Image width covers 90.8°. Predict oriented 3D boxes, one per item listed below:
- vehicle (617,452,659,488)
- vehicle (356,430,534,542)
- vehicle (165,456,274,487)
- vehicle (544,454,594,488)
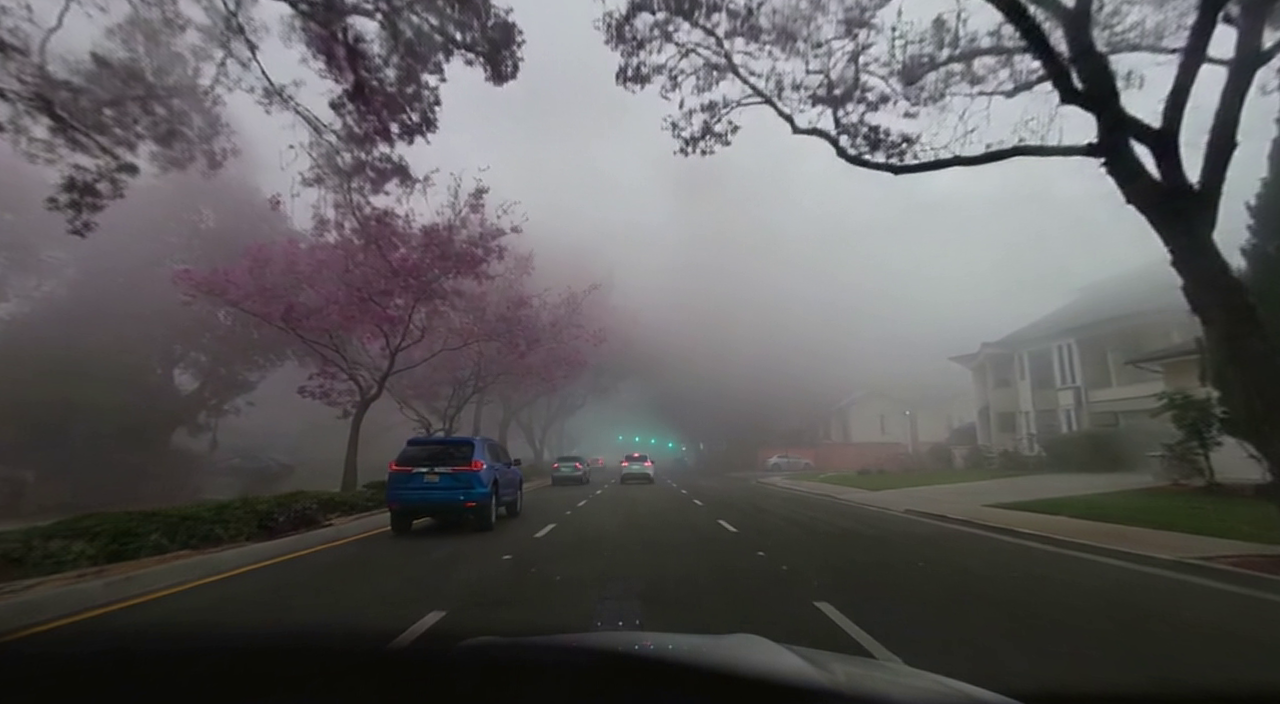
[{"bbox_3d":[-0.083,5.894,31.870,1.997,1.636,3.760,0,-8,0],"label":"vehicle"},{"bbox_3d":[-3.778,2.672,13.364,2.161,1.919,4.798,0,-8,1],"label":"vehicle"},{"bbox_3d":[-28.626,8.117,43.284,5.692,1.926,2.274,3,-9,-18],"label":"vehicle"},{"bbox_3d":[-3.613,6.162,32.926,2.066,1.565,3.905,0,-8,2],"label":"vehicle"}]
